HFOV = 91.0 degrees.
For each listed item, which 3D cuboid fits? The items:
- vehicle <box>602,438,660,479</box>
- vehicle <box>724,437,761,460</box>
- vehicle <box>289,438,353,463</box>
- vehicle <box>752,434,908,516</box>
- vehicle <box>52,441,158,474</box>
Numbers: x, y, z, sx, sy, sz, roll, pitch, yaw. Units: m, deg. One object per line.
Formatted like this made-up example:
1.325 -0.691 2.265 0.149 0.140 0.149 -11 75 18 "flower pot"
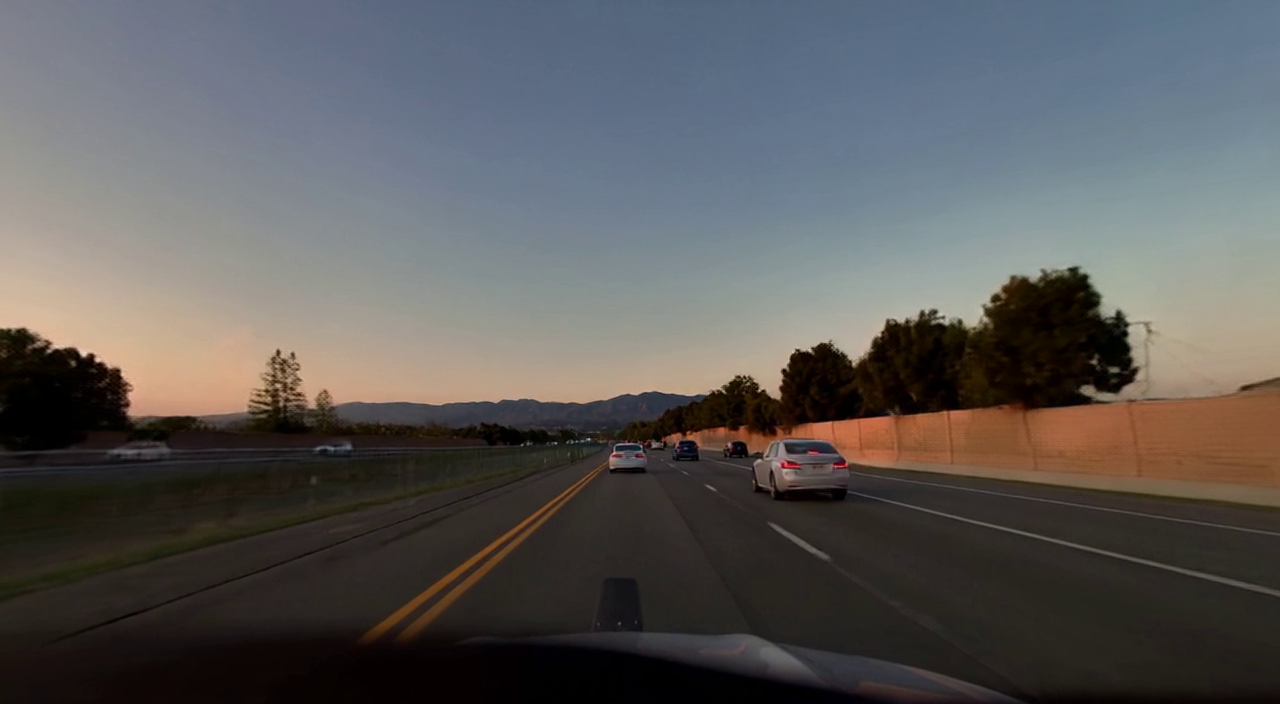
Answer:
-0.307 4.132 24.649 2.085 1.449 3.860 0 -8 0 "vehicle"
7.611 7.219 47.106 1.996 1.637 3.990 0 -8 -2 "vehicle"
-25.026 7.772 49.653 2.089 1.813 5.758 0 -9 0 "vehicle"
3.786 2.524 13.466 1.957 1.447 4.241 0 -8 -1 "vehicle"
-31.968 6.300 37.849 2.027 1.826 4.921 0 -8 0 "vehicle"
